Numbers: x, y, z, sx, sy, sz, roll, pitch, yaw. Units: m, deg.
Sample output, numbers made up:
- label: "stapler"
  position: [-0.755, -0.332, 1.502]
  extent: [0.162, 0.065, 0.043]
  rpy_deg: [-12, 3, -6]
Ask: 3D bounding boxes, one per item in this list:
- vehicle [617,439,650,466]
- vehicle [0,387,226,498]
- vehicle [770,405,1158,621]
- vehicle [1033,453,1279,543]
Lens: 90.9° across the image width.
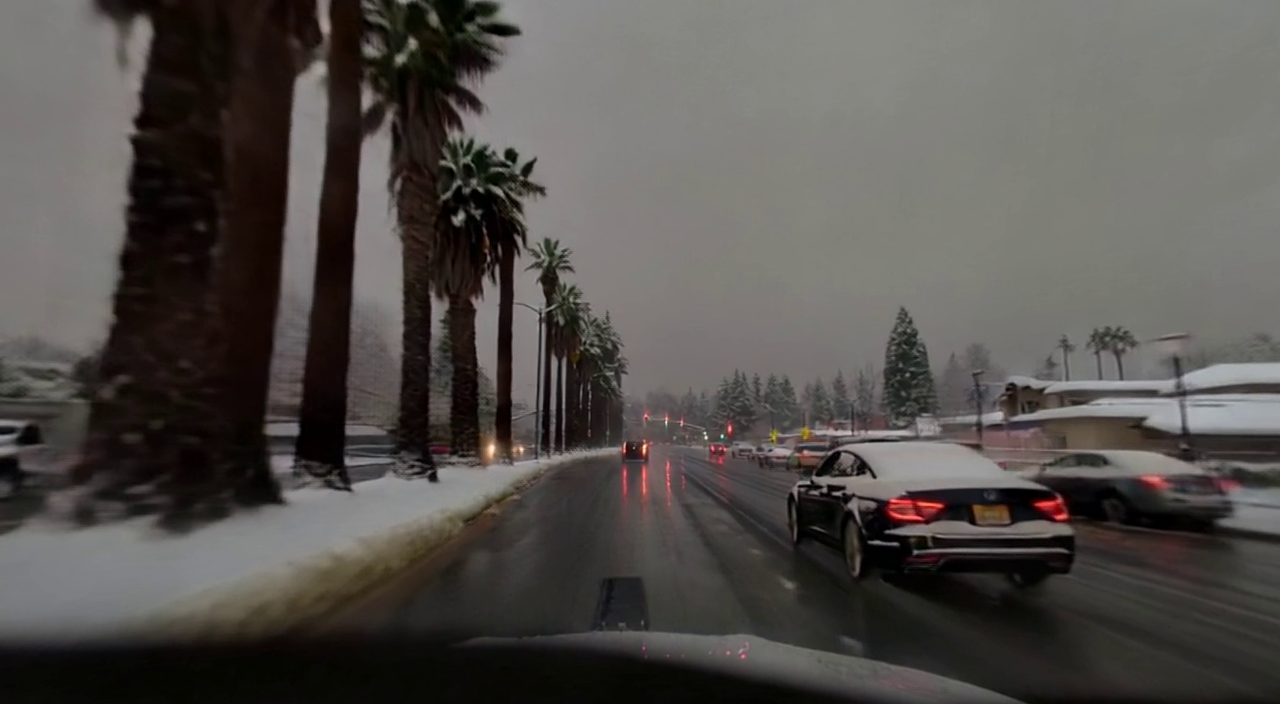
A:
- label: "vehicle"
  position: [-0.392, 6.682, 42.031]
  extent: [2.087, 1.709, 4.076]
  rpy_deg: [0, -9, 0]
- label: "vehicle"
  position: [-18.985, 3.228, 22.278]
  extent: [2.933, 3.159, 8.124]
  rpy_deg: [-1, -9, 2]
- label: "vehicle"
  position: [2.934, 1.558, 7.036]
  extent: [2.009, 1.639, 4.267]
  rpy_deg: [0, -9, -1]
- label: "vehicle"
  position: [10.199, 2.820, 12.814]
  extent: [1.745, 1.413, 4.115]
  rpy_deg: [3, -9, -1]
